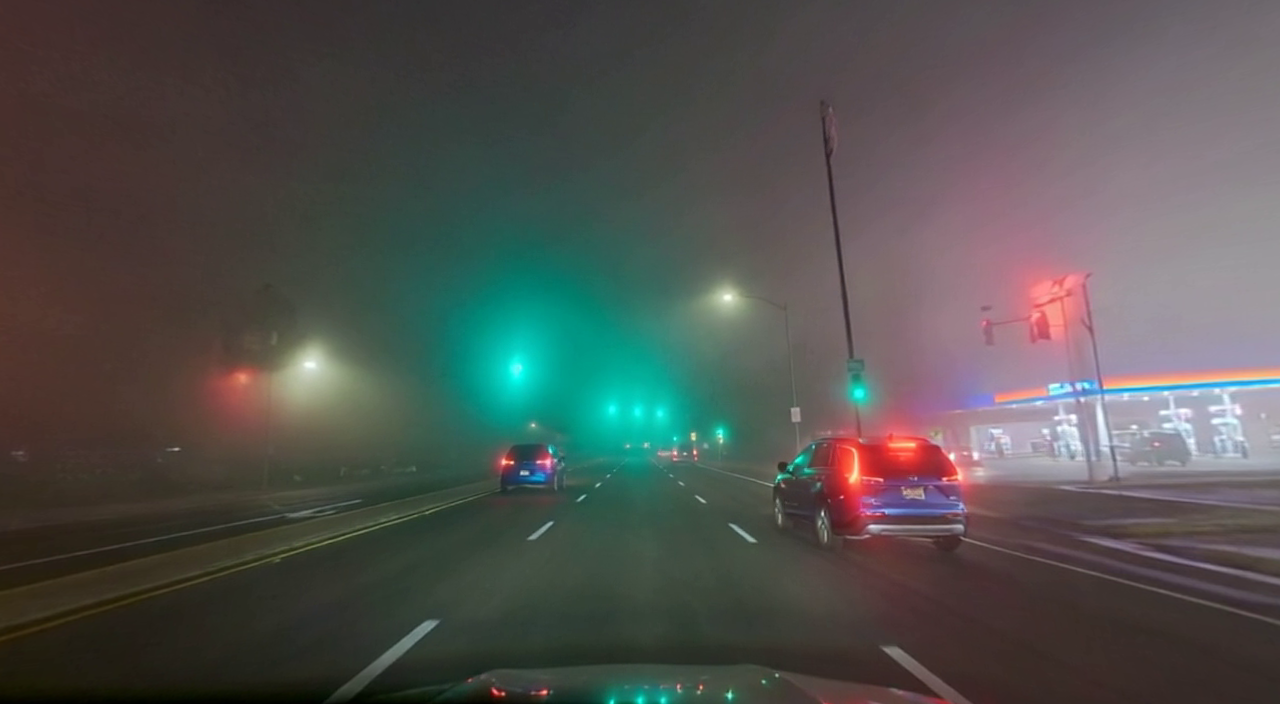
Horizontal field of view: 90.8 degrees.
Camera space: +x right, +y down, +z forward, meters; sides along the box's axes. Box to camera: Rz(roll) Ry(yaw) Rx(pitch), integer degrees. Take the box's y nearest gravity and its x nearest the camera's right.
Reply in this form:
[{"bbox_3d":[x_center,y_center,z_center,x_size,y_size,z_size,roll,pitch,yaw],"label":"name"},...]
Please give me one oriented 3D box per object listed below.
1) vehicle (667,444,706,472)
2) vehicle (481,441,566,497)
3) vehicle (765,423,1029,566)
[{"bbox_3d":[2.960,6.897,41.298,2.066,1.699,4.419,0,-9,-2],"label":"vehicle"},{"bbox_3d":[-3.610,3.702,20.399,1.935,1.617,4.045,0,-9,1],"label":"vehicle"},{"bbox_3d":[3.461,2.004,9.690,2.085,1.655,4.459,0,-9,-1],"label":"vehicle"}]
